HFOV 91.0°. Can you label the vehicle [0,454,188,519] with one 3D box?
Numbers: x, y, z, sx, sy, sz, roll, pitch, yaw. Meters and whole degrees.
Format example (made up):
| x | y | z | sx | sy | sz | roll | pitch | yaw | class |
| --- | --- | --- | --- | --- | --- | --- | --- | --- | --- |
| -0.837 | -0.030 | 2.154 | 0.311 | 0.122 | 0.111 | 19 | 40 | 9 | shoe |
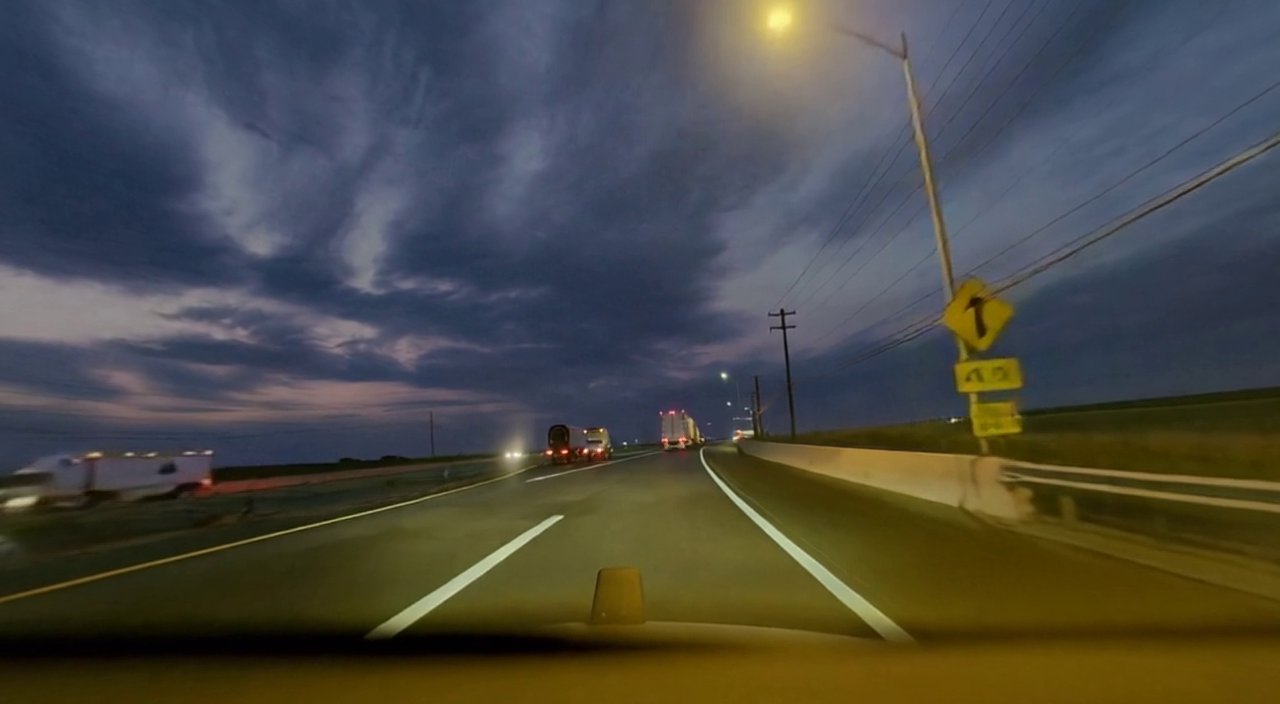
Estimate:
| x | y | z | sx | sy | sz | roll | pitch | yaw | class |
| --- | --- | --- | --- | --- | --- | --- | --- | --- | --- |
| -35.619 | 8.534 | 41.325 | 2.909 | 3.528 | 10.201 | -1 | -9 | 10 | vehicle |
